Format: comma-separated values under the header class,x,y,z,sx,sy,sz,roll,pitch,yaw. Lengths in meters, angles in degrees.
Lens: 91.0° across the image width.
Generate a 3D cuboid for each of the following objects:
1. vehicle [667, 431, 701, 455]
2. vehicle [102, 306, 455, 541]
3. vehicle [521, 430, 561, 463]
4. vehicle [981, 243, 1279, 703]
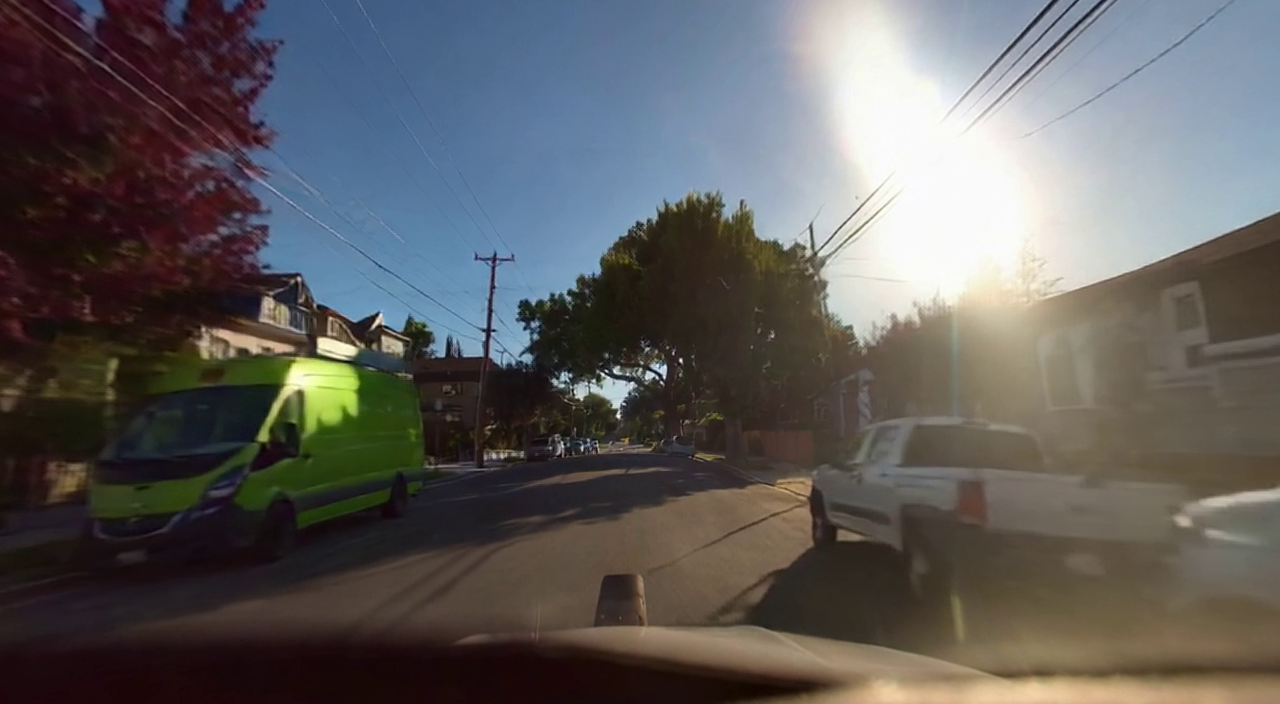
class,x,y,z,sx,sy,sz,roll,pitch,yaw
vehicle,3.293,6.966,48.120,2.159,1.760,5.345,0,-8,-1
vehicle,-6.714,1.469,13.638,3.115,3.562,7.695,-1,-6,0
vehicle,-7.005,6.822,44.997,1.947,1.480,4.330,-3,-19,2
vehicle,3.374,0.551,1.339,2.123,2.123,5.436,0,-8,-1
